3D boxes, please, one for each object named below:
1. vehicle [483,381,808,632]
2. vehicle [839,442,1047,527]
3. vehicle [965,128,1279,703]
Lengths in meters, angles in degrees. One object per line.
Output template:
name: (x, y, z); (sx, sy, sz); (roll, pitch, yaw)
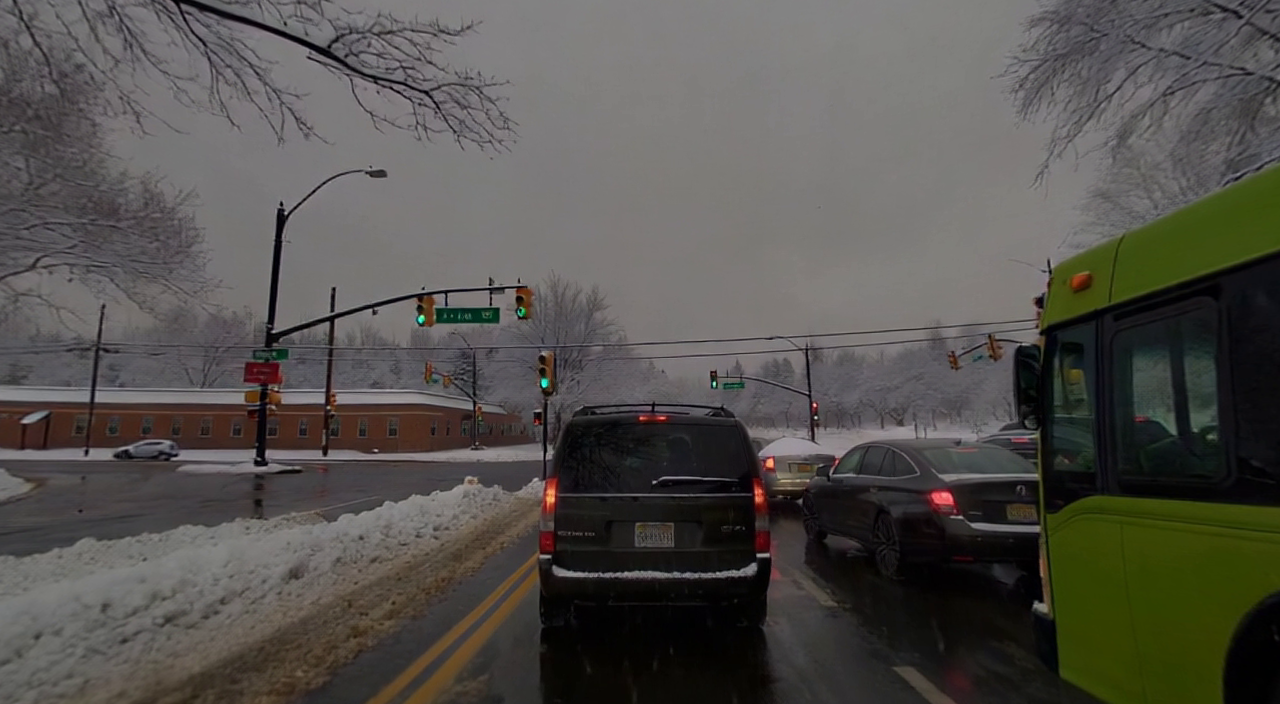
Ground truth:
vehicle: (0.013, 1.474, 7.008); (2.381, 1.842, 4.603); (0, -8, -1)
vehicle: (5.980, 2.638, 13.225); (1.987, 1.457, 4.675); (0, -8, -1)
vehicle: (2.614, 0.317, 0.427); (2.037, 2.065, 5.037); (0, -8, 0)
